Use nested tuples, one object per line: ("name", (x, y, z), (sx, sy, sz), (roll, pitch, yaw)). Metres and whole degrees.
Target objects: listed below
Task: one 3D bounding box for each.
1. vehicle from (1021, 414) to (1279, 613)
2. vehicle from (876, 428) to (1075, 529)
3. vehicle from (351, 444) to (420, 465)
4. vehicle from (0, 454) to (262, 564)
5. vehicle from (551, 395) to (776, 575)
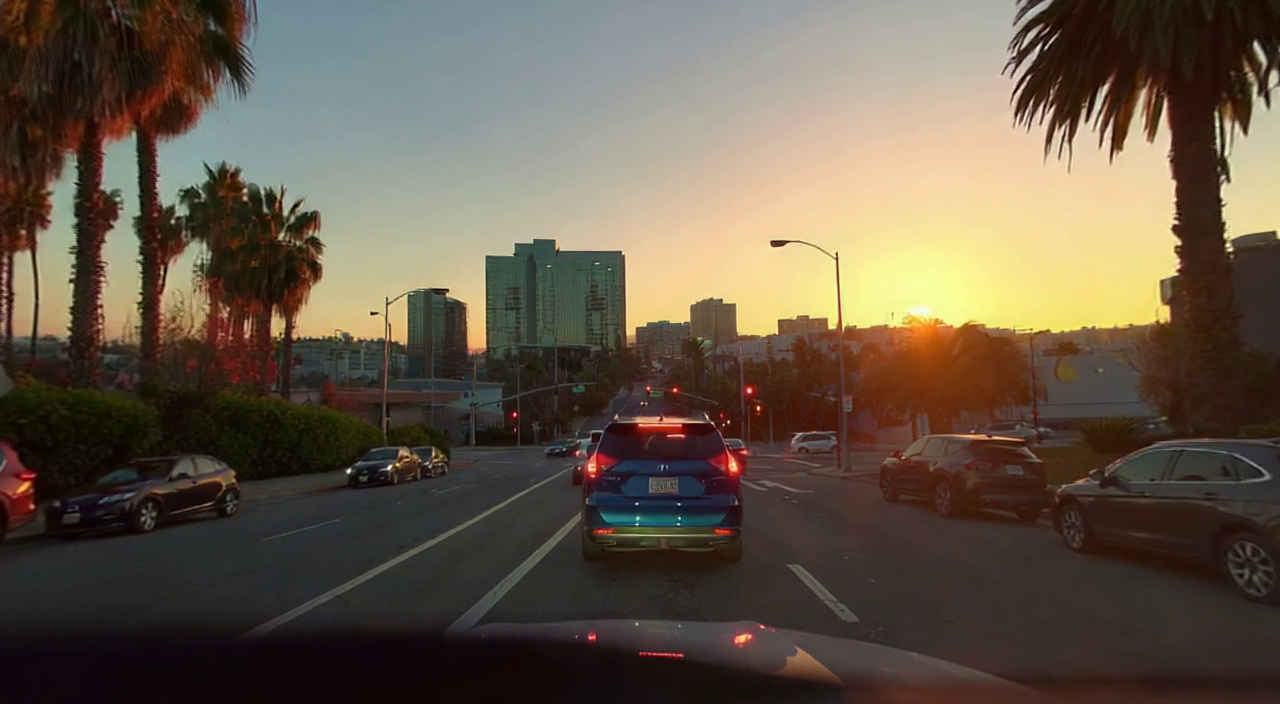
("vehicle", (6.435, 1.600, 6.926), (1.935, 1.672, 4.139), (0, -8, 1))
("vehicle", (6.663, 2.528, 13.238), (1.930, 1.736, 4.329), (-1, -8, 3))
("vehicle", (-18.739, 7.508, 46.648), (1.759, 1.457, 4.297), (-7, -11, 38))
("vehicle", (-9.559, 2.785, 11.913), (2.054, 1.467, 4.595), (-4, -8, 0))
("vehicle", (0.253, 1.652, 8.572), (2.264, 1.798, 4.258), (0, -8, 1))
